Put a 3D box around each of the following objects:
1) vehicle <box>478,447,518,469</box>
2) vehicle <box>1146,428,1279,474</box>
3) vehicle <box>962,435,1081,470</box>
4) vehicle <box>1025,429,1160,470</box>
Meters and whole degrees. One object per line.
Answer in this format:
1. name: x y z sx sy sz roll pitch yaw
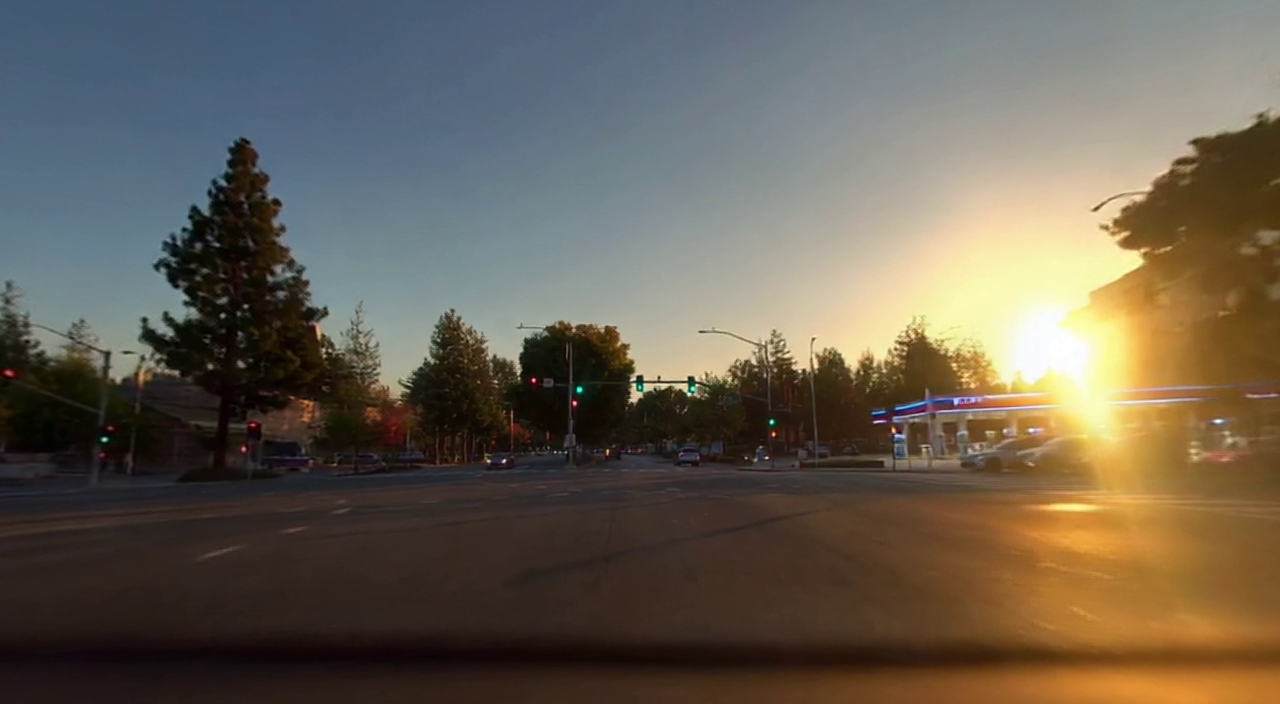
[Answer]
1. vehicle: -10.764 8.043 48.147 2.029 1.452 4.598 -3 -9 -1
2. vehicle: 20.468 3.362 21.538 4.615 1.474 2.004 0 -8 1
3. vehicle: 20.370 5.365 33.907 4.966 1.778 2.104 0 -8 1
4. vehicle: 19.820 4.291 27.823 4.364 1.737 1.967 0 -8 1
